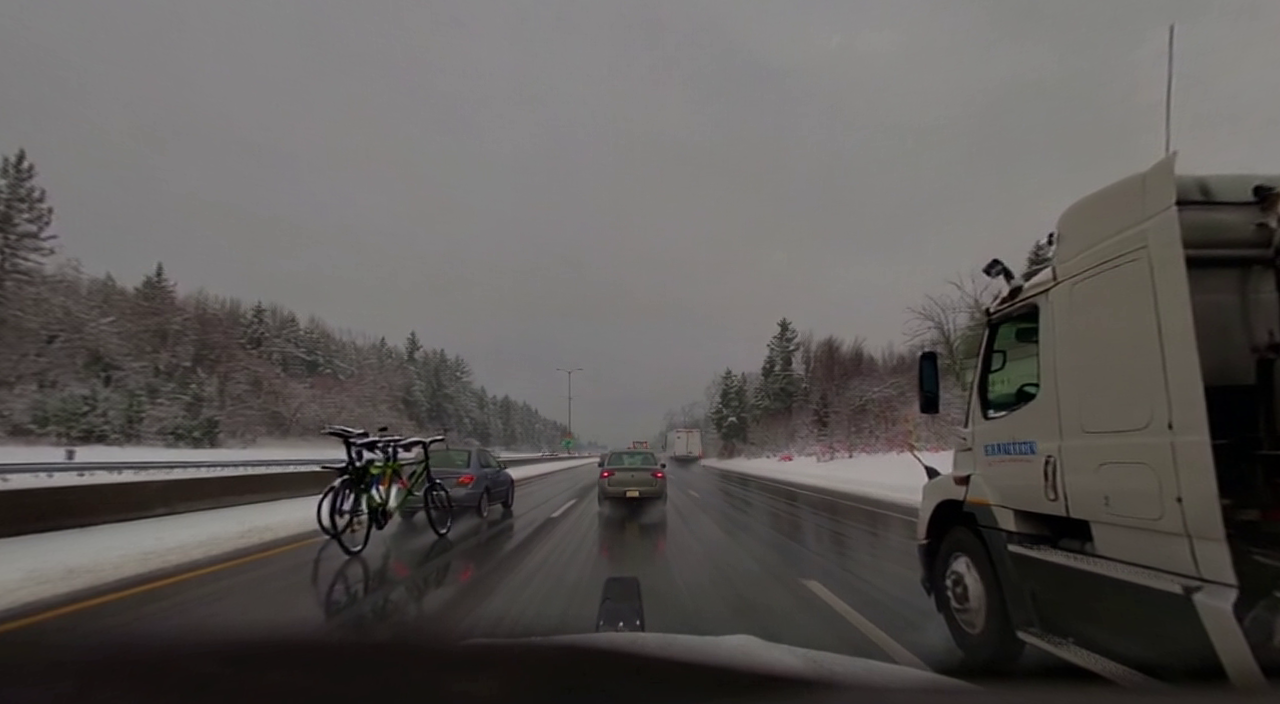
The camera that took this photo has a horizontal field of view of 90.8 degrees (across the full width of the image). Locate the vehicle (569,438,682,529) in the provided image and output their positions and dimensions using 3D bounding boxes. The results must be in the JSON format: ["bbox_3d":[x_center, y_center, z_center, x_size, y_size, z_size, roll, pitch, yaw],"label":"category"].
[{"bbox_3d":[-0.263,2.576,12.850,1.973,1.574,3.426,0,-9,0],"label":"vehicle"}]

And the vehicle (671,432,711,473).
[{"bbox_3d":[3.463,6.968,43.779,2.234,2.679,5.372,0,-9,-1],"label":"vehicle"}]

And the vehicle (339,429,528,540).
[{"bbox_3d":[-3.550,2.371,11.933,1.985,1.671,4.604,0,-9,0],"label":"vehicle"}]
